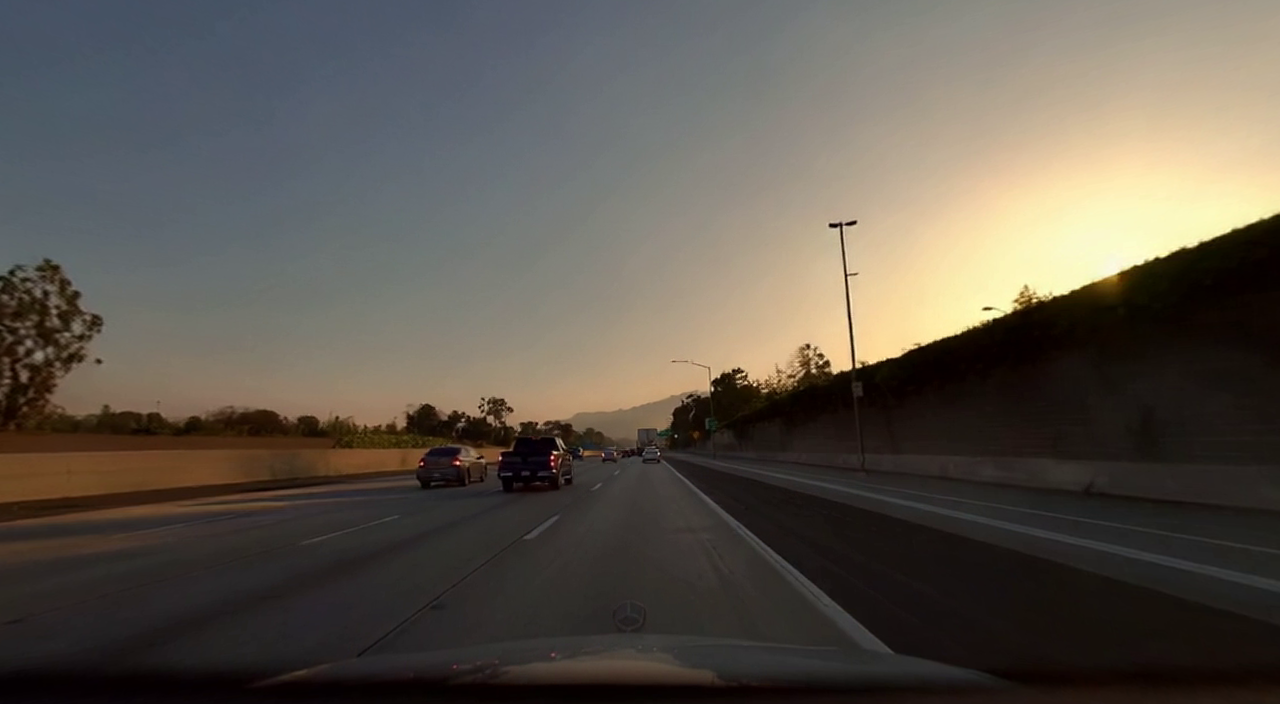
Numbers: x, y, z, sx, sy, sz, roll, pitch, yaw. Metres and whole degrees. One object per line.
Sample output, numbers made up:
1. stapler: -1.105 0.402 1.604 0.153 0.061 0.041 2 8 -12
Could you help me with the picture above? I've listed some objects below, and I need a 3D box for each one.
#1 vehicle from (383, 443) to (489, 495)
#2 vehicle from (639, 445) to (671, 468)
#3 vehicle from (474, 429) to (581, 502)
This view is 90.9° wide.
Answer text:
1. vehicle: -6.370 3.673 20.296 1.887 1.475 4.316 -1 -8 1
2. vehicle: 0.999 7.238 43.992 2.073 1.480 4.343 0 -8 0
3. vehicle: -3.029 3.172 18.156 2.124 1.787 4.830 -1 -8 1
